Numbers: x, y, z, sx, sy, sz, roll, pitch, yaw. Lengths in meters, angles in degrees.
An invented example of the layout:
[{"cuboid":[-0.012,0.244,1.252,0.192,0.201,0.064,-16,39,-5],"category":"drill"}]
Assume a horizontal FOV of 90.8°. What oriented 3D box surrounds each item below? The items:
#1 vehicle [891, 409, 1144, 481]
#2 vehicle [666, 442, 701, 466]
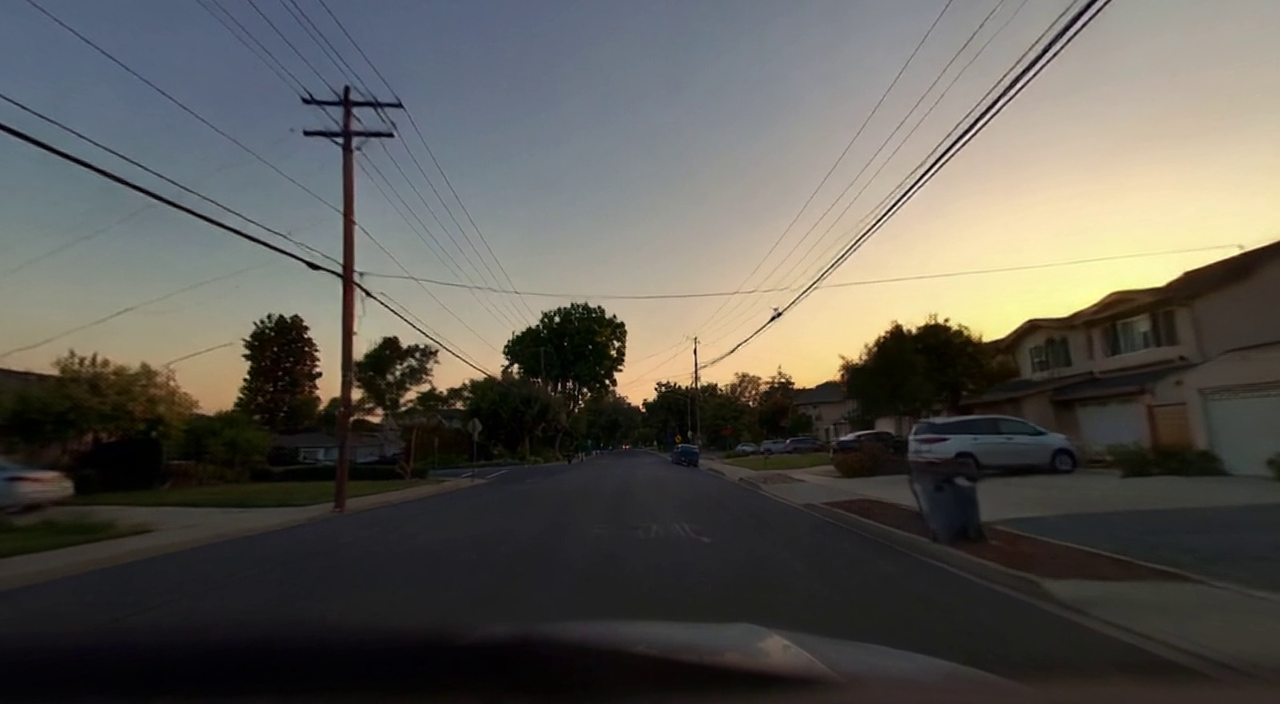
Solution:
[{"cuboid":[11.090,2.792,18.982,5.968,1.963,2.573,0,-9,-2],"category":"vehicle"},{"cuboid":[3.316,7.860,48.693,2.134,1.720,4.515,0,-9,-3],"category":"vehicle"}]
